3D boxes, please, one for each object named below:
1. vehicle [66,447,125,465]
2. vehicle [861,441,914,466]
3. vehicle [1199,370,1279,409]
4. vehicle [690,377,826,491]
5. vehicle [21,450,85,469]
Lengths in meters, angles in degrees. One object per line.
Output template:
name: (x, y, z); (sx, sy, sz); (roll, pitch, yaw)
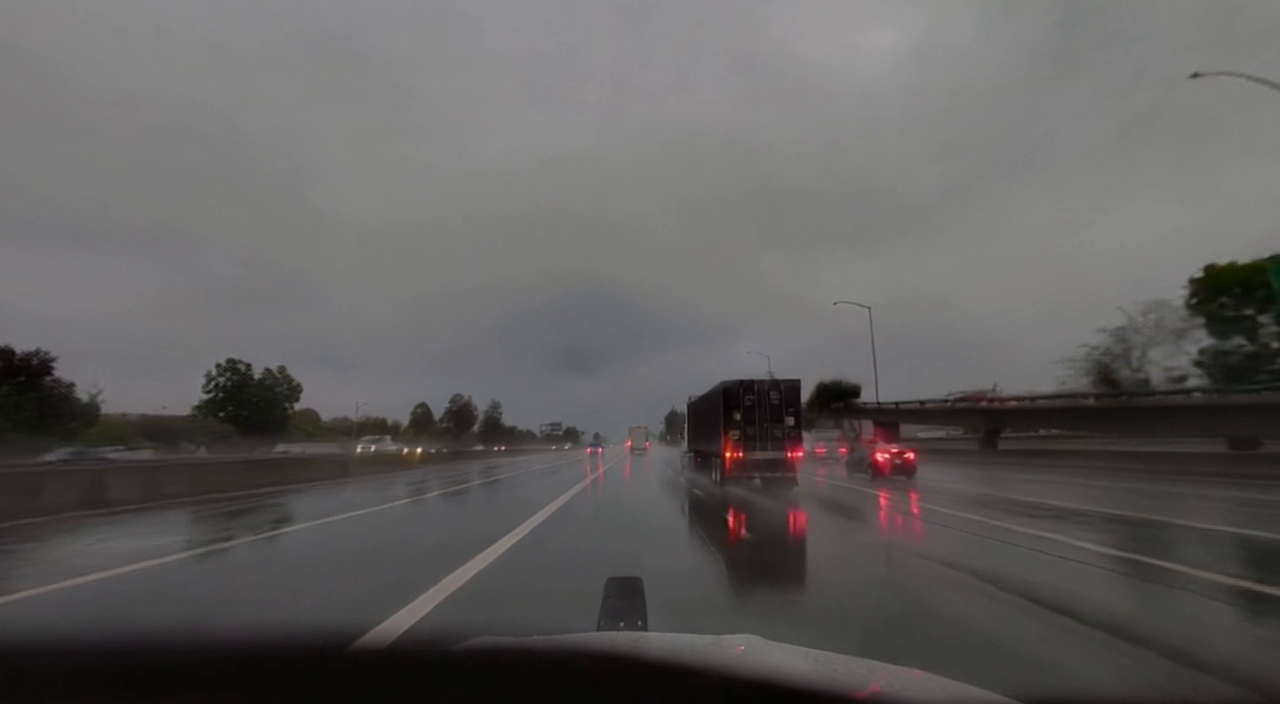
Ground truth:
vehicle: (-41.979, 7.984, 48.454); (1.609, 1.325, 3.323); (0, -8, -1)
vehicle: (17.323, 7.141, 44.140); (2.021, 1.549, 4.322); (1, -9, 0)
vehicle: (28.452, 1.751, 28.598); (1.928, 1.603, 4.315); (1, -6, -2)
vehicle: (3.922, 3.206, 24.057); (3.049, 3.395, 10.595); (0, -8, -1)
vehicle: (-46.048, 8.409, 49.328); (1.591, 1.386, 3.505); (0, -8, -1)
